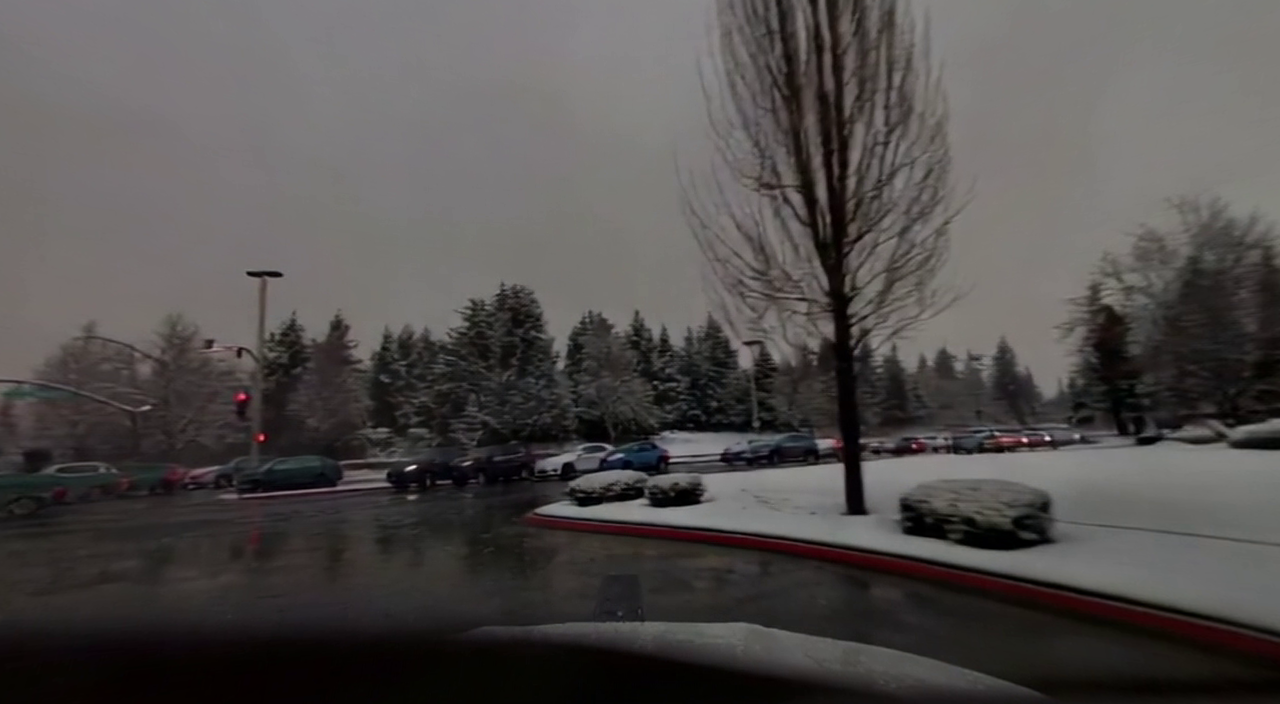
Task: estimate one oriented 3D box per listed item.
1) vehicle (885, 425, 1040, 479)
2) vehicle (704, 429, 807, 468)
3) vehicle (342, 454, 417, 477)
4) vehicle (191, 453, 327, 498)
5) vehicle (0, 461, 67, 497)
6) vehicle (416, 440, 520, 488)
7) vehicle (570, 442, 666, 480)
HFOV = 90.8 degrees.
[{"bbox_3d":[12.179,3.891,24.171,1.889,1.707,4.755,6,-14,-41],"label":"vehicle"},{"bbox_3d":[6.445,5.494,35.826,2.318,1.837,5.285,7,-15,-43],"label":"vehicle"},{"bbox_3d":[-18.881,8.205,45.889,4.721,1.466,1.727,7,-14,-41],"label":"vehicle"},{"bbox_3d":[-17.566,5.702,29.300,4.938,1.769,2.454,7,-14,-41],"label":"vehicle"},{"bbox_3d":[-33.376,6.729,33.136,4.768,1.686,2.028,6,-14,-41],"label":"vehicle"},{"bbox_3d":[-6.691,4.352,24.225,1.915,1.543,4.934,6,-14,-40],"label":"vehicle"},{"bbox_3d":[-1.101,5.078,29.243,1.849,1.479,4.622,7,-15,-42],"label":"vehicle"}]
